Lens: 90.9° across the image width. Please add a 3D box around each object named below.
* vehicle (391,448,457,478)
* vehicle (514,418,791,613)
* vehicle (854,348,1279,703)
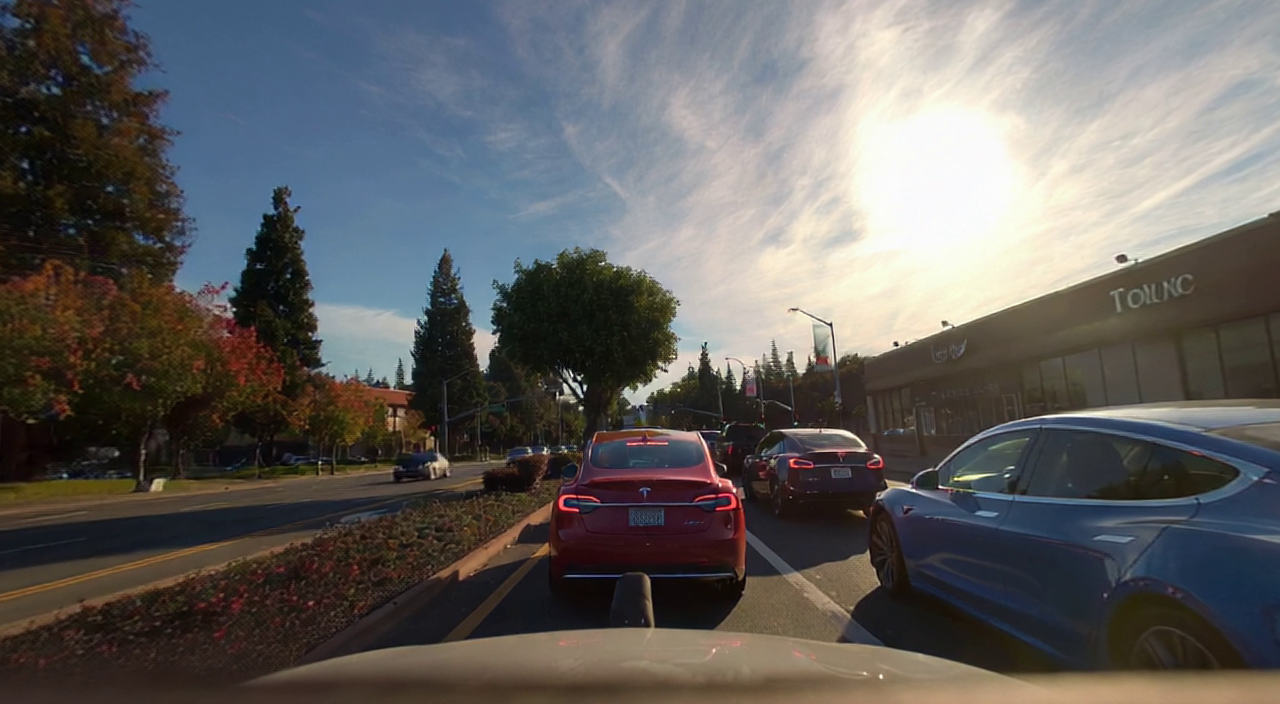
[{"bbox_3d":[-11.588,5.988,34.191,1.892,1.479,4.355,-1,-8,2],"label":"vehicle"},{"bbox_3d":[0.105,1.558,6.916,2.137,1.488,3.938,0,-8,0],"label":"vehicle"},{"bbox_3d":[3.183,1.098,4.046,2.038,1.651,4.455,0,-8,0],"label":"vehicle"}]
